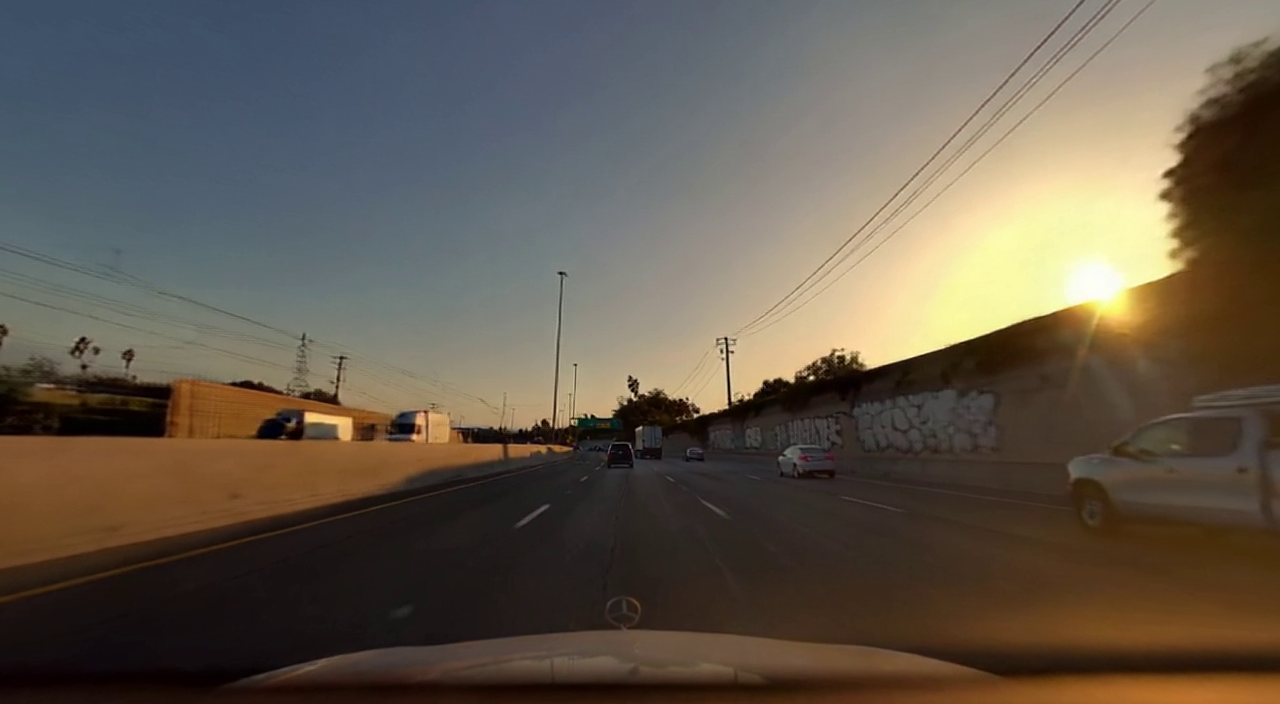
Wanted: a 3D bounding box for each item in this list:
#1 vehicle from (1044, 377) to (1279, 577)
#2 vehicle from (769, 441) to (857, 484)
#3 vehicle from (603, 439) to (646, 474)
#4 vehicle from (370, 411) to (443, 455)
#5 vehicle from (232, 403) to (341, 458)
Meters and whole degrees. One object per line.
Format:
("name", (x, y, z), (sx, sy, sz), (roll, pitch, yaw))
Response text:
("vehicle", (7.371, 1.284, 6.635), (2.325, 1.924, 5.838), (0, -9, -1))
("vehicle", (6.665, 4.294, 24.924), (2.032, 1.525, 4.631), (0, -9, -2))
("vehicle", (-0.822, 5.479, 33.270), (2.191, 1.685, 3.353), (0, -9, -2))
("vehicle", (-18.016, 6.409, 49.389), (2.933, 3.133, 8.090), (0, -9, -3))
("vehicle", (-21.622, 4.950, 39.187), (2.876, 3.127, 6.718), (0, -9, -1))
